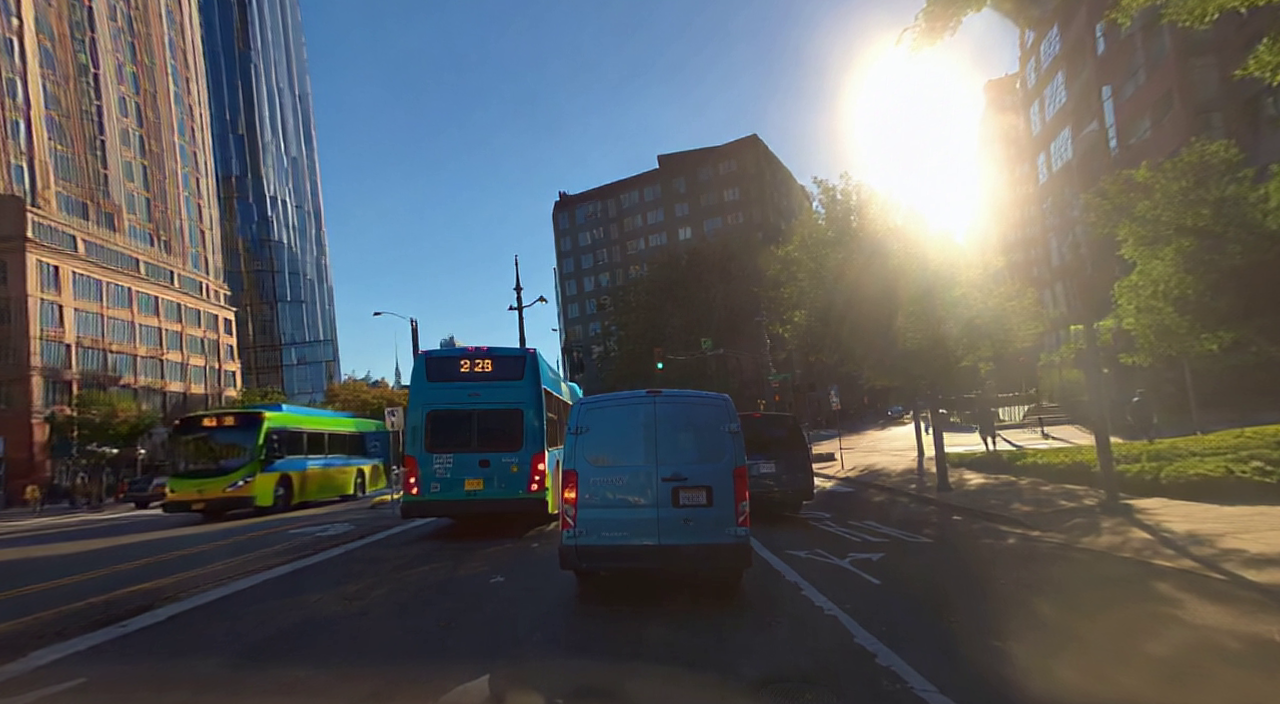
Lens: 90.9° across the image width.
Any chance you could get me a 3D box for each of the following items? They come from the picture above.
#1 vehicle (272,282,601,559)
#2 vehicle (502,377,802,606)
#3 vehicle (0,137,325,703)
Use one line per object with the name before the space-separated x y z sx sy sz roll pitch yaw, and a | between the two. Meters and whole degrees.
vehicle | -2.898 1.843 14.639 3.042 3.445 13.615 0 -9 0
vehicle | 0.131 1.501 7.518 2.500 1.912 4.270 0 -9 1
vehicle | -2.745 0.323 0.201 2.329 2.089 5.659 0 -9 0
